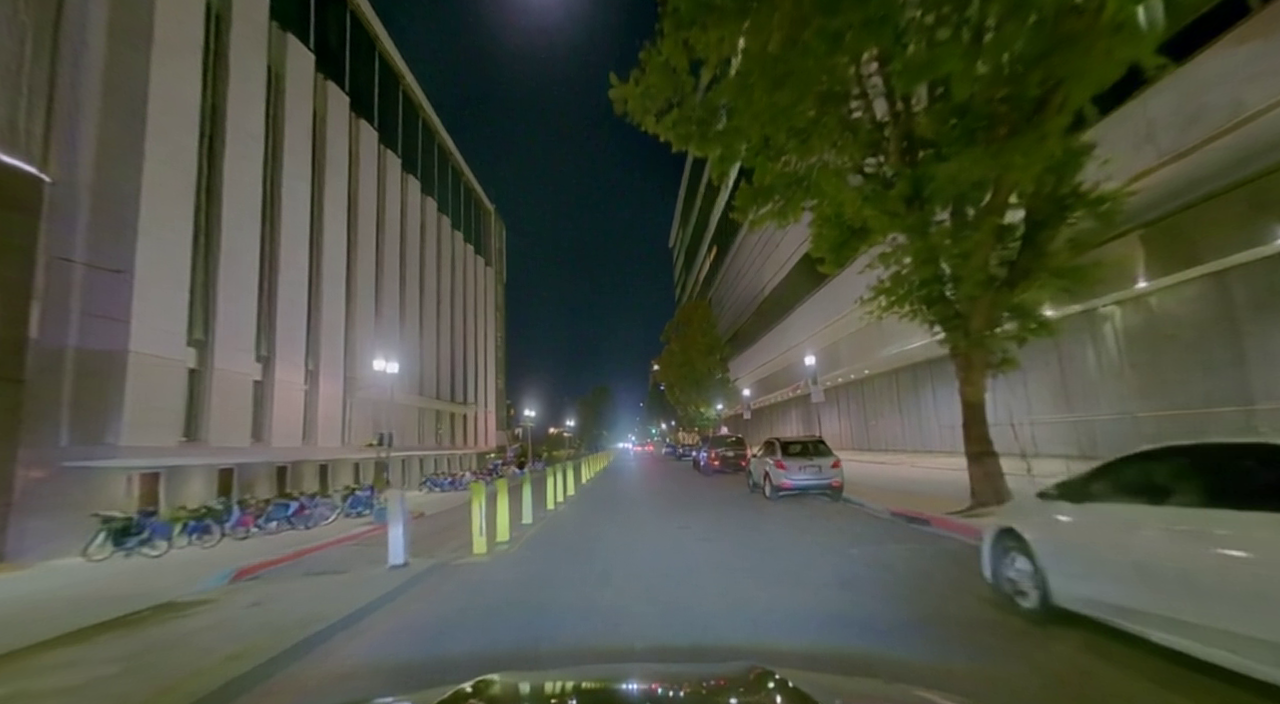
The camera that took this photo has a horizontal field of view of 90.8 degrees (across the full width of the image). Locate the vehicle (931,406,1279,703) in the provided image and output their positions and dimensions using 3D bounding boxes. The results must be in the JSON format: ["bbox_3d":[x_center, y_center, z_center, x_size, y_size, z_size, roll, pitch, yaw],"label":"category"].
[{"bbox_3d":[3.723,1.047,3.254,1.926,1.509,4.985,-1,-8,-2],"label":"vehicle"}]

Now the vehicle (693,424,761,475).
[{"bbox_3d":[3.472,4.007,26.094,2.127,1.864,4.892,-1,-8,0],"label":"vehicle"}]

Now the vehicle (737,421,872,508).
[{"bbox_3d":[3.799,2.674,15.452,1.999,1.769,4.191,-1,-8,-2],"label":"vehicle"}]
